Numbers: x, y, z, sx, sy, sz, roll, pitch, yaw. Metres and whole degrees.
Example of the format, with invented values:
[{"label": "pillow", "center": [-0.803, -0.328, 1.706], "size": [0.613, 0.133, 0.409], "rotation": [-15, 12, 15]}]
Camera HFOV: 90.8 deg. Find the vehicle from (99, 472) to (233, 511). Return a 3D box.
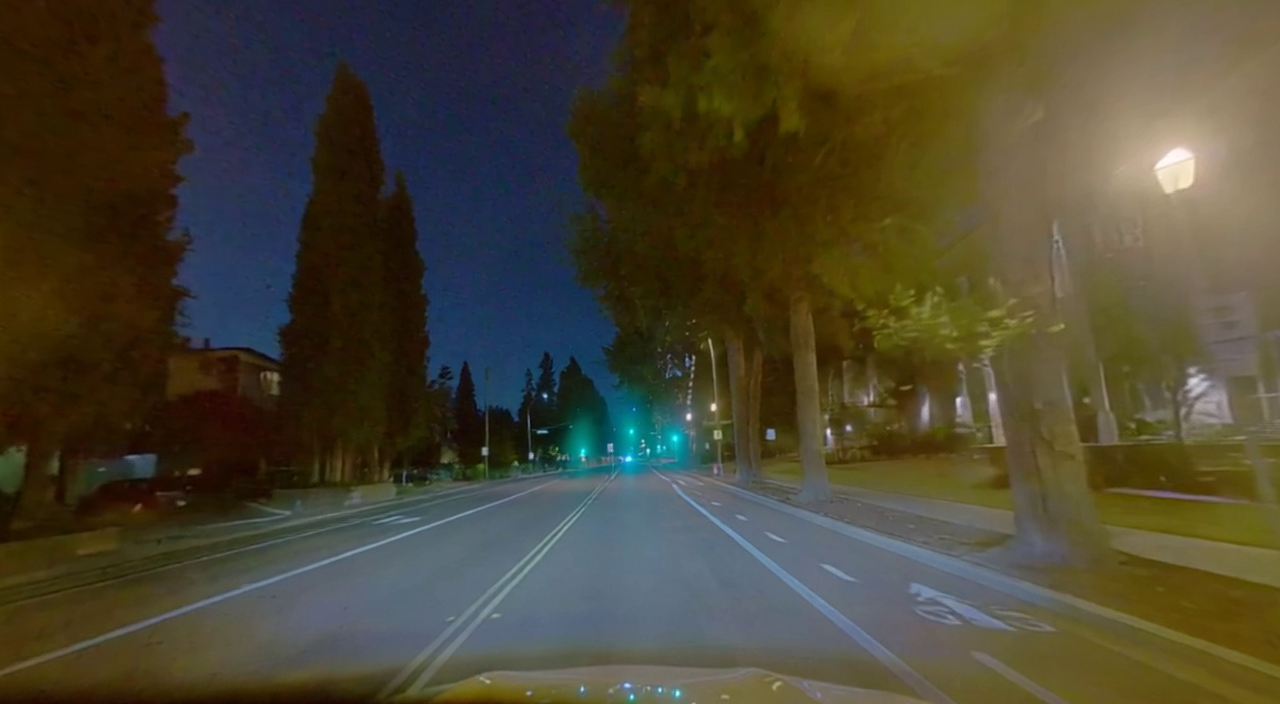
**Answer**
[{"label": "vehicle", "center": [-19.276, 5.674, 25.792], "size": [4.173, 1.423, 1.657], "rotation": [-1, -9, 3]}]
